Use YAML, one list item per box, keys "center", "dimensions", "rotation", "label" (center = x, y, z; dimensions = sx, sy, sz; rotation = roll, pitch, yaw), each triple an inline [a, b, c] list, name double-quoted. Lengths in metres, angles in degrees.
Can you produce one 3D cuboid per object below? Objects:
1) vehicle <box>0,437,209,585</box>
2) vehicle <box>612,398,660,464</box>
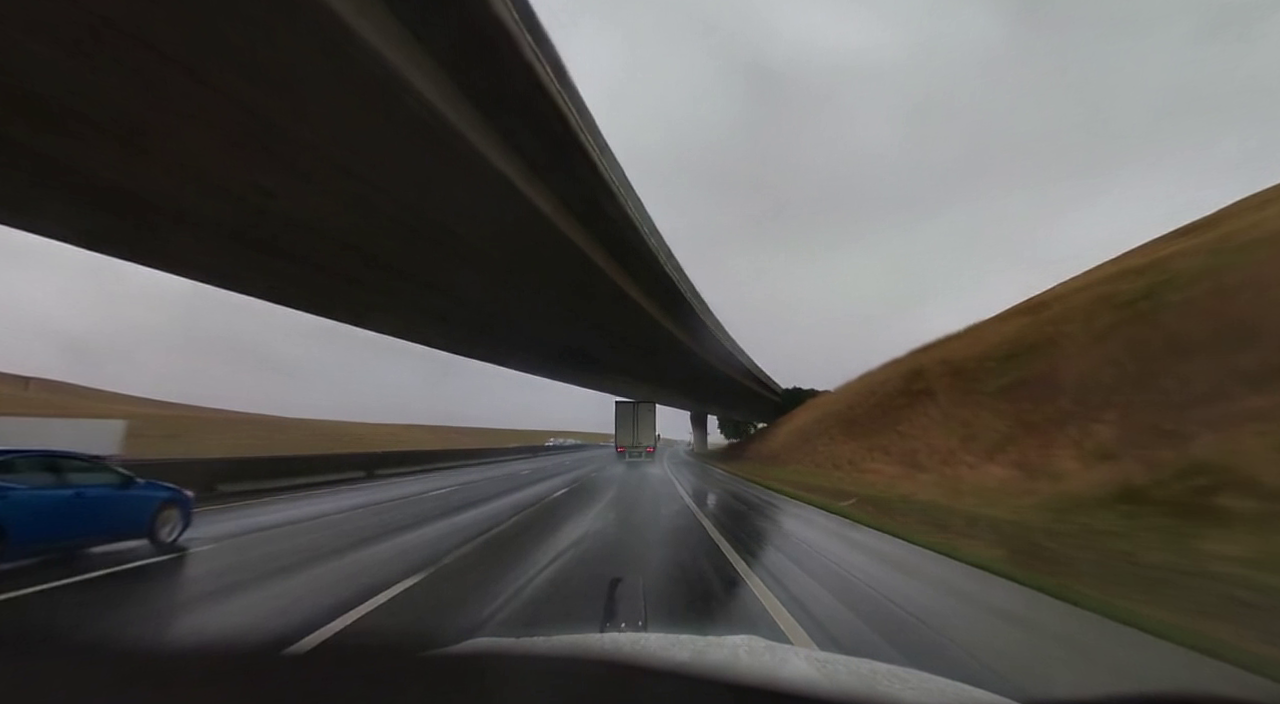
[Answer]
- center: [-7.574, 1.738, 7.159]
  dimensions: [2.078, 1.496, 4.563]
  rotation: [0, -8, 1]
  label: "vehicle"
- center: [-0.202, 5.611, 43.956]
  dimensions: [2.866, 4.014, 11.261]
  rotation: [0, -8, 0]
  label: "vehicle"
